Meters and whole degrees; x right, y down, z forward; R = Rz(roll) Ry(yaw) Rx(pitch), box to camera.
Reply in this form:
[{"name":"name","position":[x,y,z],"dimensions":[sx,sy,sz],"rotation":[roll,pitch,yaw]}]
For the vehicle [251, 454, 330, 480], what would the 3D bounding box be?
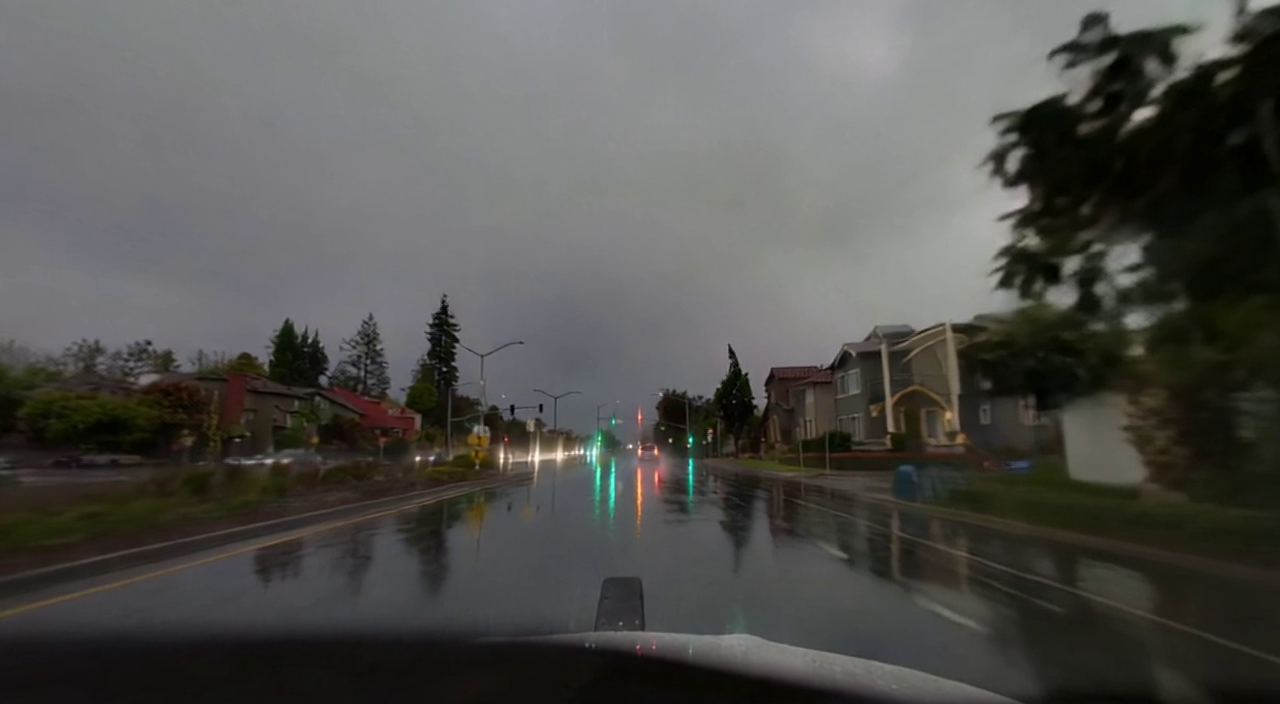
[{"name":"vehicle","position":[-19.794,6.509,36.001],"dimensions":[1.966,1.341,4.442],"rotation":[0,-9,0]}]
